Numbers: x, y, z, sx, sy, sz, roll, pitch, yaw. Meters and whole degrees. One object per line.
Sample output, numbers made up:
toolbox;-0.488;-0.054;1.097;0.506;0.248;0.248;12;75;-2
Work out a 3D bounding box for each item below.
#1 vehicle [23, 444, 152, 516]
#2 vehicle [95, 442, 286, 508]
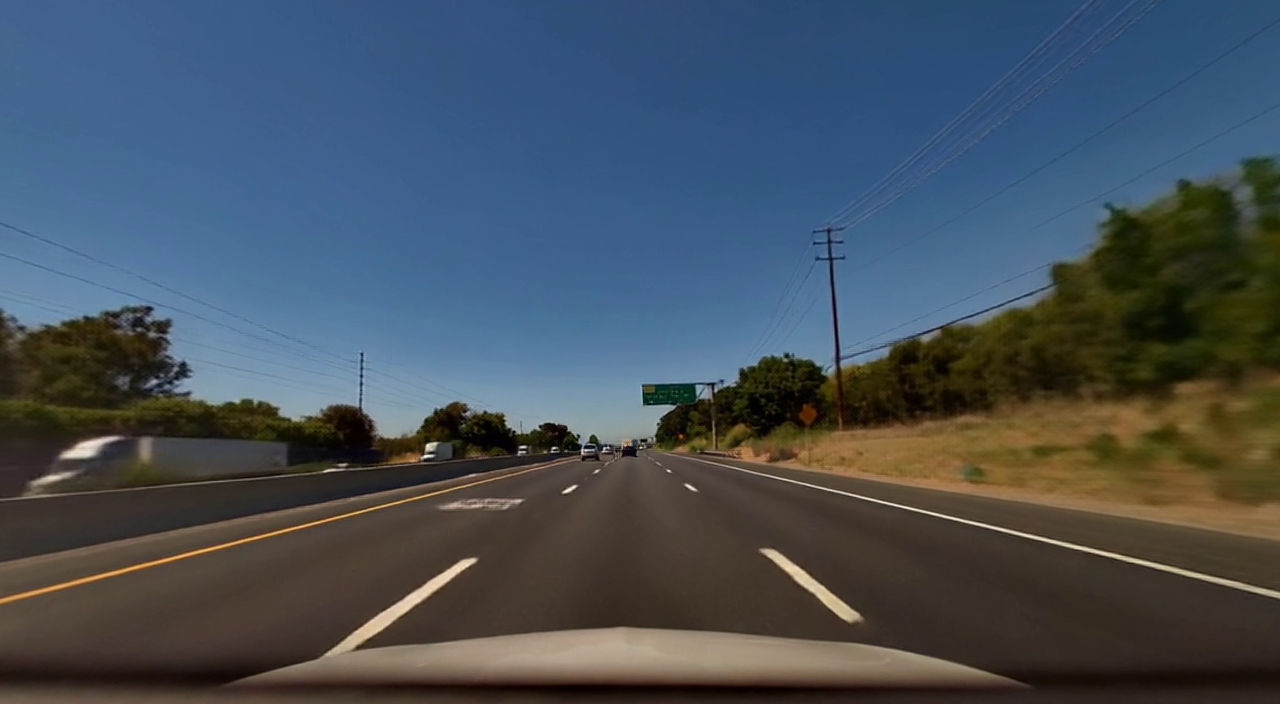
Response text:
vehicle;-32.945;7.553;37.961;2.984;3.949;4.966;0;-8;0
vehicle;-33.097;8.988;48.229;2.915;4.119;16.122;0;-8;0
